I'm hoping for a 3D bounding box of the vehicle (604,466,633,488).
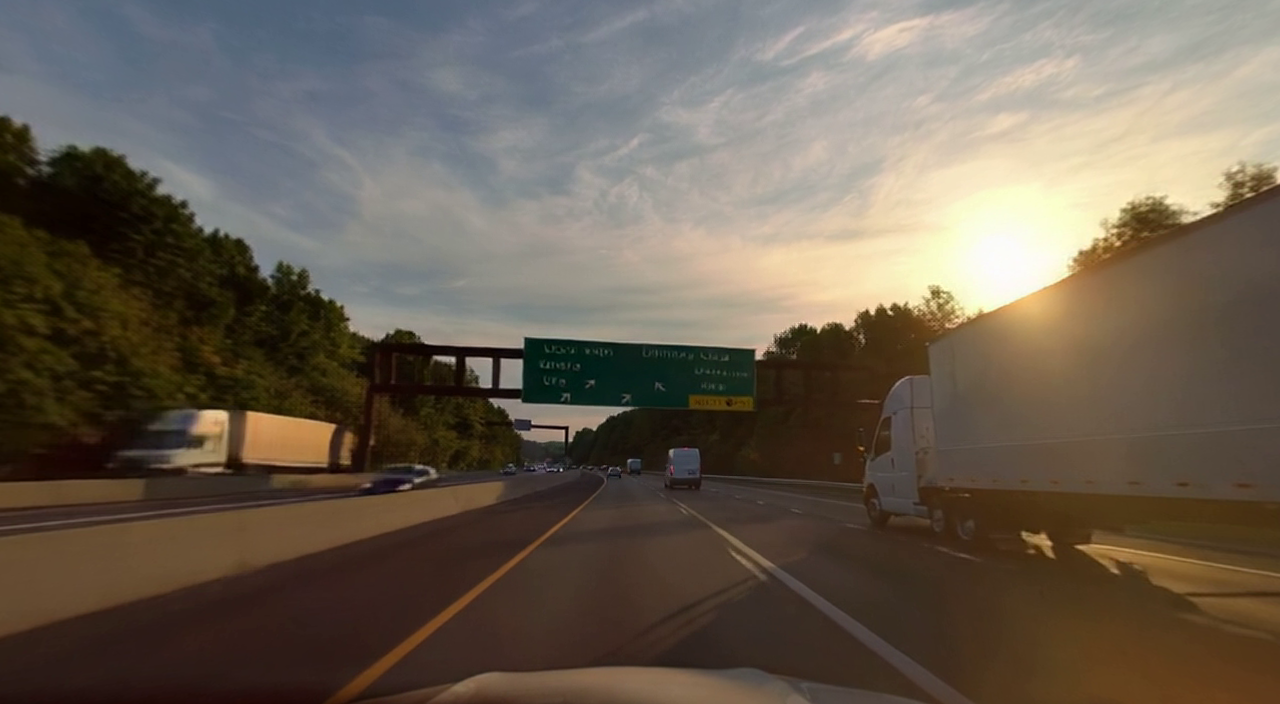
[{"bbox_3d":[-1.645,9.536,48.080,2.106,1.524,4.381,1,-10,-2],"label":"vehicle"}]

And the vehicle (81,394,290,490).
[{"bbox_3d":[-21.967,4.712,31.560,2.916,4.000,10.037,1,-10,-1],"label":"vehicle"}]

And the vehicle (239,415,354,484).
[{"bbox_3d":[-22.163,6.511,41.246,2.865,4.027,8.179,1,-10,-1],"label":"vehicle"}]

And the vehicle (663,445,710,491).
[{"bbox_3d":[2.786,7.240,39.226,2.291,2.639,5.280,1,-10,-3],"label":"vehicle"}]

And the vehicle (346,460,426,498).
[{"bbox_3d":[-10.634,5.331,26.617,1.805,1.450,3.722,1,-10,0],"label":"vehicle"}]

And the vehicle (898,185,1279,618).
[{"bbox_3d":[7.555,0.700,7.213,2.866,4.102,14.351,1,-10,-1],"label":"vehicle"}]
